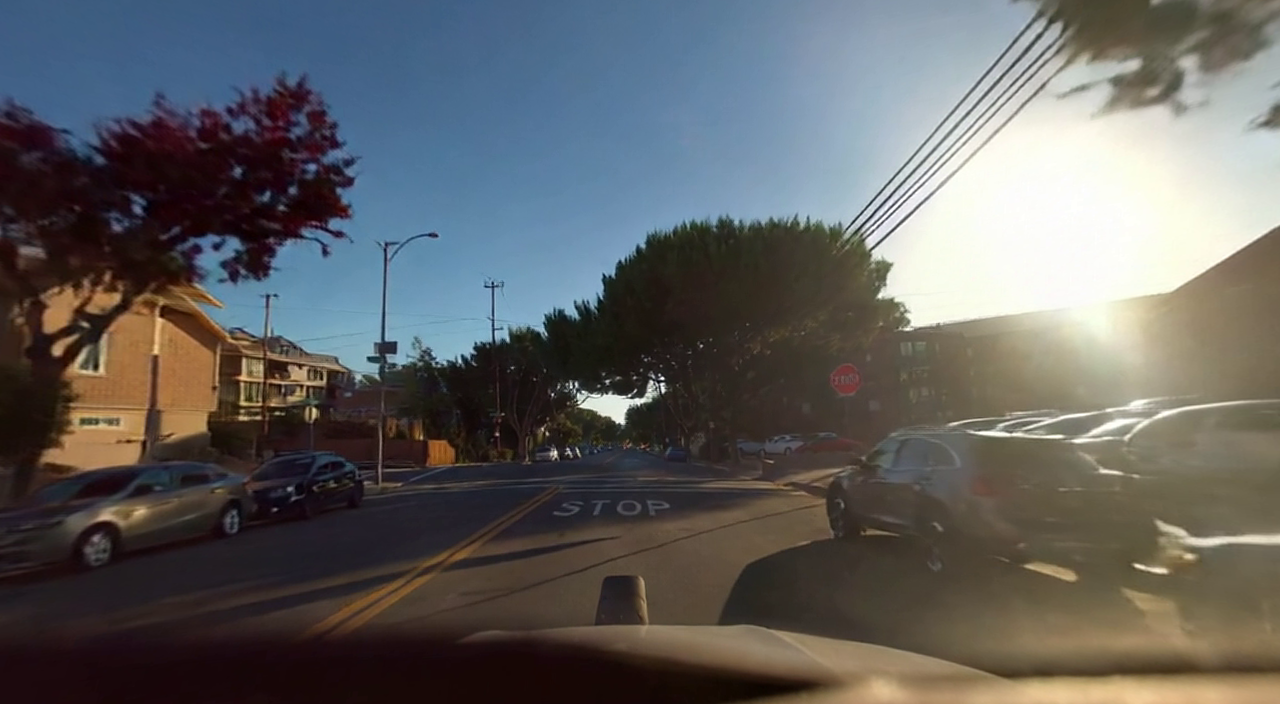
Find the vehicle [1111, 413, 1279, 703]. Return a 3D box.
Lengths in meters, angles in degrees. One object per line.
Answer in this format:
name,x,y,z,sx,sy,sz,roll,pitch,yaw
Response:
vehicle,3.982,0.882,1.884,1.846,1.506,4.165,0,-8,-1

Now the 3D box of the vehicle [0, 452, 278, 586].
vehicle,-7.893,2.329,9.752,1.904,1.488,4.600,0,-8,0

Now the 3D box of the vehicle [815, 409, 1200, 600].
vehicle,3.731,1.603,7.503,1.976,1.614,4.052,0,-8,-2

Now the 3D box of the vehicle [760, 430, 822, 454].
vehicle,11.349,6.787,47.523,4.509,1.664,1.981,6,-10,-34
